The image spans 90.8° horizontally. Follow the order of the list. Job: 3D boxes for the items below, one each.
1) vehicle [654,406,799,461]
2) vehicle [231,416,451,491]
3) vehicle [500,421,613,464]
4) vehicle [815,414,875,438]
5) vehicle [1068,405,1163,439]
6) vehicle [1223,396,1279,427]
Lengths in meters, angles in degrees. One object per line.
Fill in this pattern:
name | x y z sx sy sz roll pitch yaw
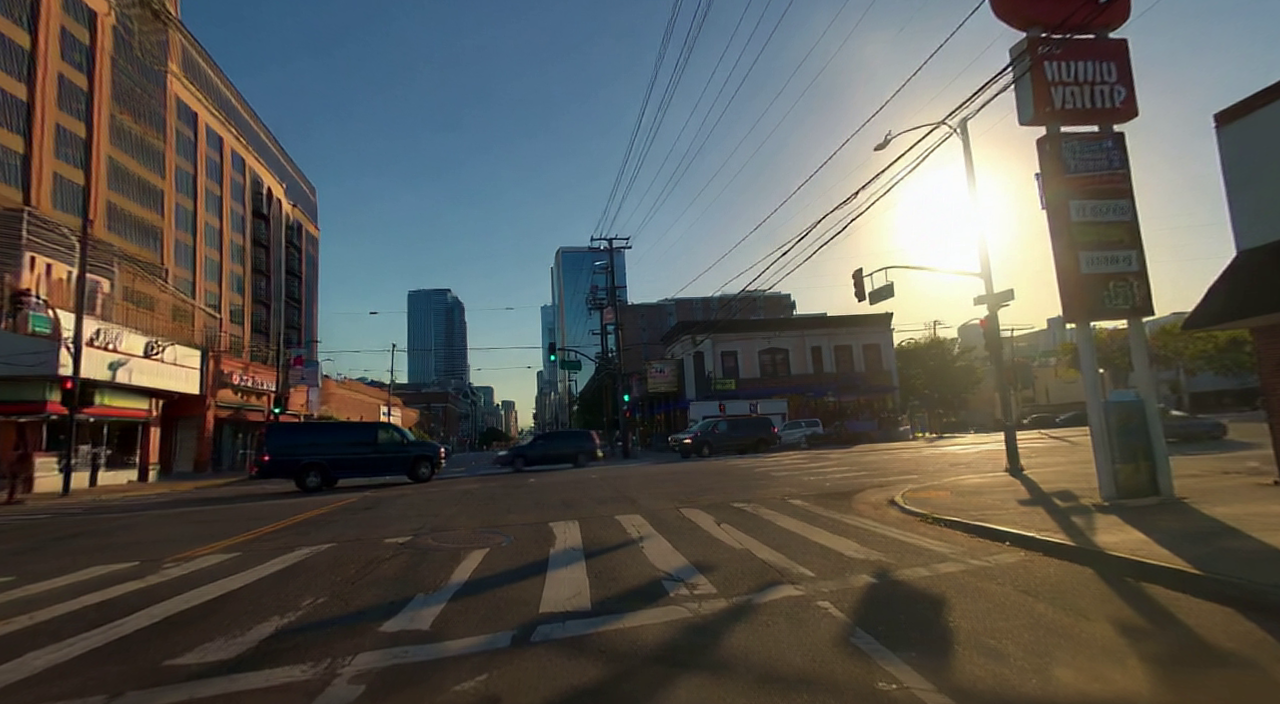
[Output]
vehicle | 3.554 3.345 25.696 5.588 1.985 2.374 5 -10 -31
vehicle | -8.831 3.015 19.010 5.603 1.938 2.081 6 -10 -36
vehicle | -3.707 4.053 28.298 4.599 1.766 1.938 5 -10 -30
vehicle | 16.041 5.831 49.416 4.589 1.730 1.801 5 -10 -31
vehicle | 23.031 3.442 30.564 4.499 1.524 1.784 4 -10 -28
vehicle | 39.171 3.813 39.906 4.637 1.723 1.911 4 -10 -29
